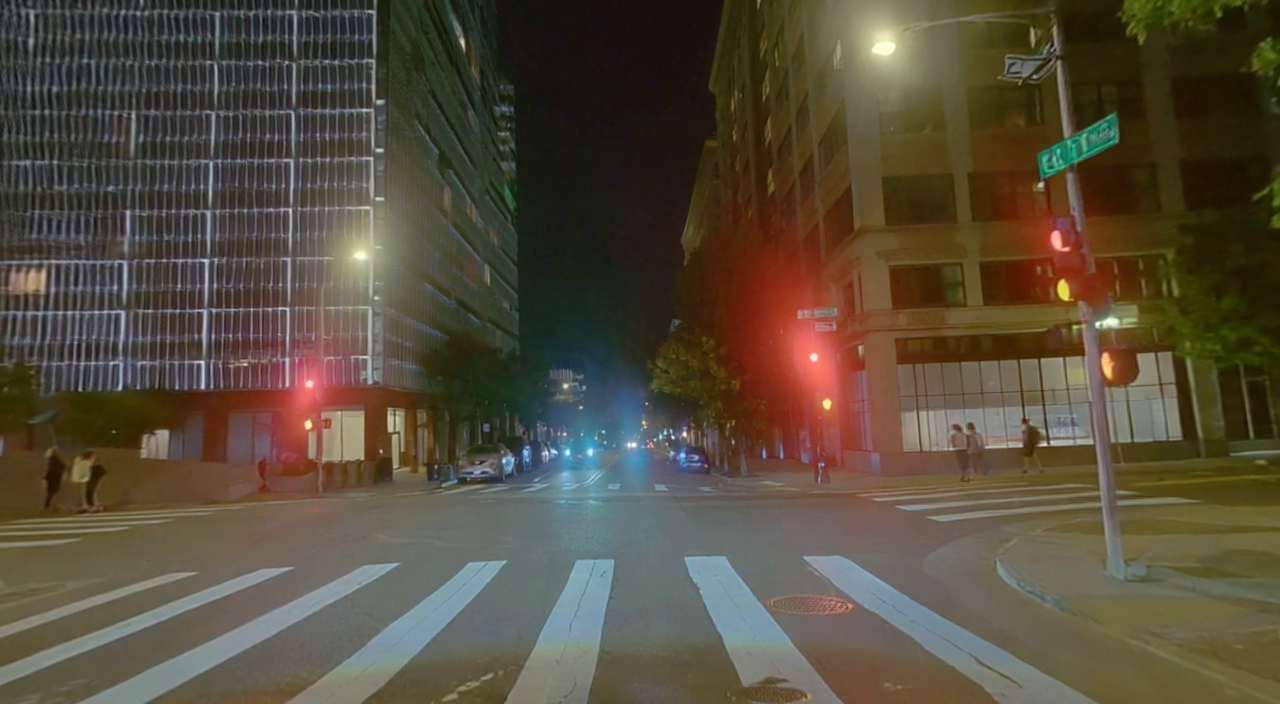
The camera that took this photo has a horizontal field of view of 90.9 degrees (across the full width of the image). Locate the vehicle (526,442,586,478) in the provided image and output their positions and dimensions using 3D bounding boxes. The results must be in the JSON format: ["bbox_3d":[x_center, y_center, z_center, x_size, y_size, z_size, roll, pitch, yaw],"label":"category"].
[{"bbox_3d":[-3.671,4.818,28.472,1.989,1.481,4.500,0,-8,1],"label":"vehicle"}]

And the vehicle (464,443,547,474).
[{"bbox_3d":[-8.037,6.375,38.003,1.963,1.726,4.526,-8,-12,44],"label":"vehicle"}]

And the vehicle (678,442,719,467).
[{"bbox_3d":[3.538,6.281,38.861,1.853,1.426,4.160,1,-8,-3],"label":"vehicle"}]
